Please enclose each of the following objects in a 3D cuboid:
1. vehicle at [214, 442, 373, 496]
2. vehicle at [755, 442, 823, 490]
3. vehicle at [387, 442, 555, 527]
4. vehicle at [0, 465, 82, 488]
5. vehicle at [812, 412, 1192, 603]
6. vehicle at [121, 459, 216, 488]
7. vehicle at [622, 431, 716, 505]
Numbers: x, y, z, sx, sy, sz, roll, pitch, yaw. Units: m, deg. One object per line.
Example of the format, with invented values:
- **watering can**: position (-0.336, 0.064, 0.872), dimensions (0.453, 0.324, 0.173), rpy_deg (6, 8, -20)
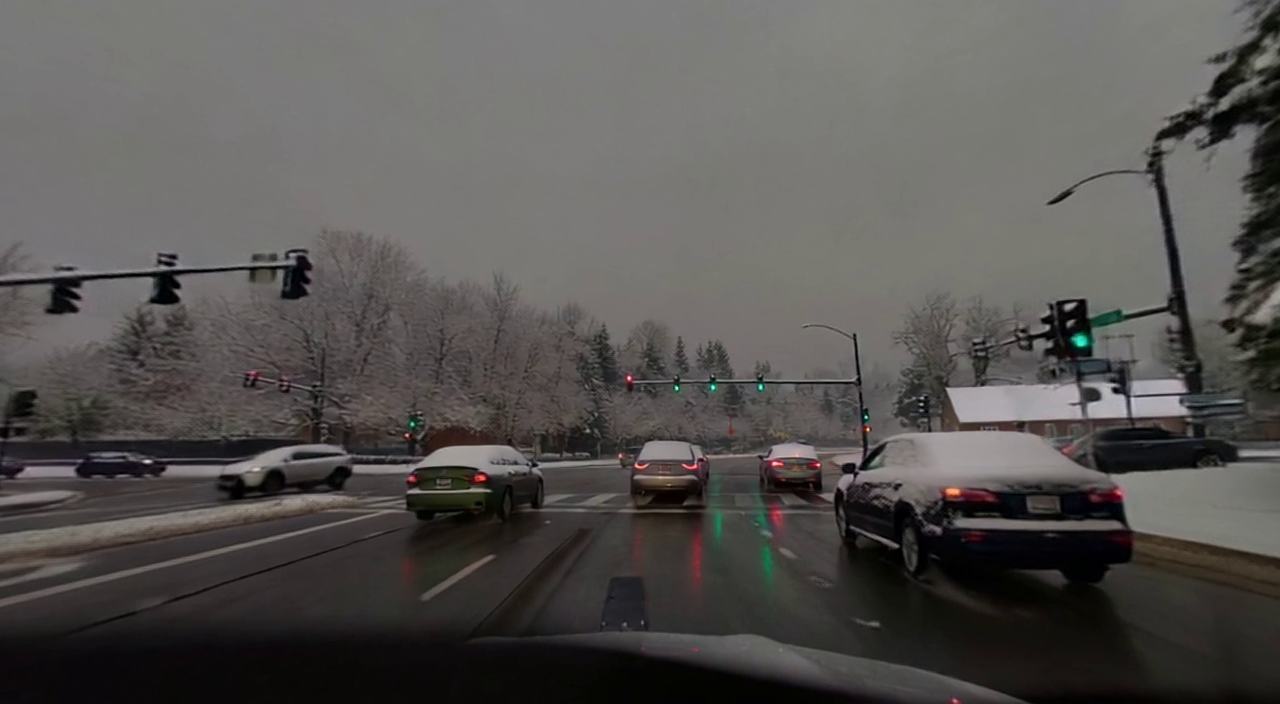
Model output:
- **vehicle**: position (-12.155, 4.109, 22.276), dimensions (4.578, 1.759, 1.996), rpy_deg (-2, -9, 9)
- **vehicle**: position (5.207, 4.007, 22.415), dimensions (1.859, 1.540, 3.454), rpy_deg (-1, -9, 6)
- **vehicle**: position (-3.293, 2.684, 13.432), dimensions (2.006, 1.464, 4.586), rpy_deg (-1, -9, 4)
- **vehicle**: position (-42.288, 8.716, 44.101), dimensions (4.634, 1.452, 1.888), rpy_deg (0, -9, 0)
- **vehicle**: position (3.784, 1.710, 7.879), dimensions (2.106, 1.636, 4.655), rpy_deg (-1, -9, 2)
- **vehicle**: position (-29.331, 7.557, 39.249), dimensions (4.711, 1.661, 1.990), rpy_deg (-2, -9, 11)
- **vehicle**: position (0.893, 3.170, 17.607), dimensions (2.250, 1.768, 4.574), rpy_deg (-1, -9, 5)
